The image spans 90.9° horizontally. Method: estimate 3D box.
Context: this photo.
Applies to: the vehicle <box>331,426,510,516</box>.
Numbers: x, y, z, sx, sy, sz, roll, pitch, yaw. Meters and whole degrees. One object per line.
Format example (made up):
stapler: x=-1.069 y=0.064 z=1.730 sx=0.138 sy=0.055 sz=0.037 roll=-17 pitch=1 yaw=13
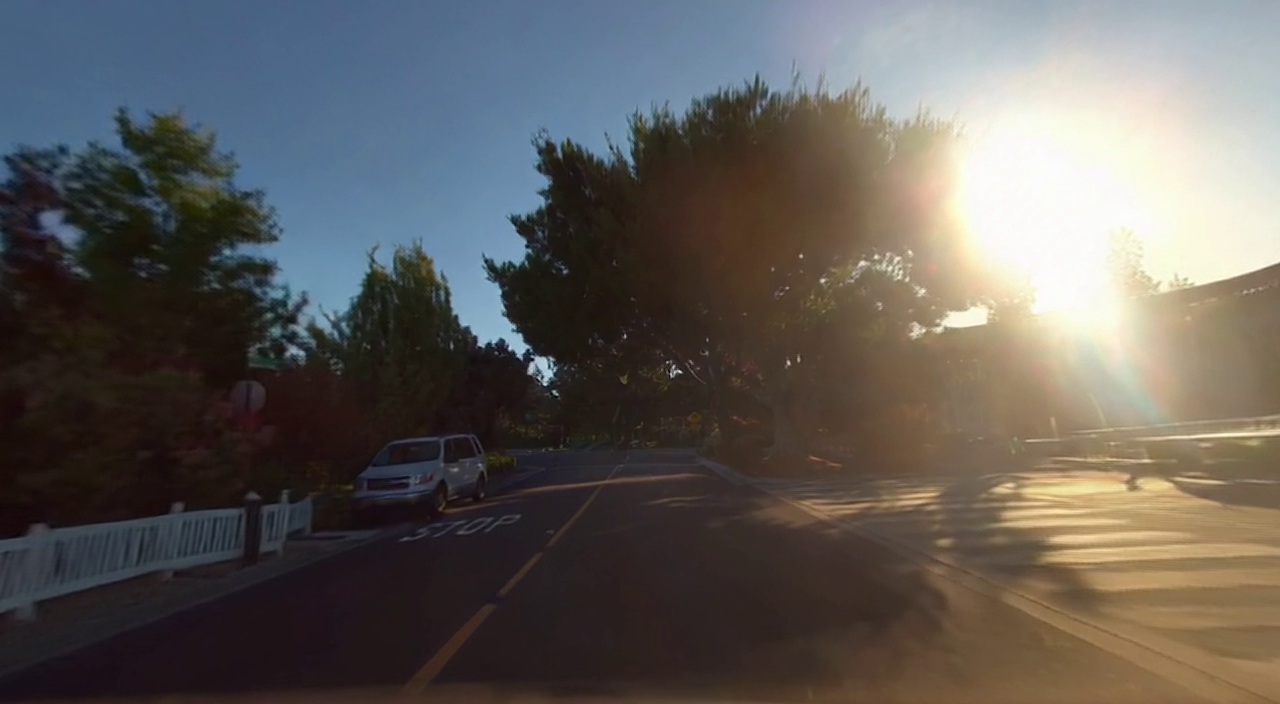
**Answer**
vehicle: x=-5.433 y=2.994 z=16.821 sx=2.308 sy=1.899 sz=6.107 roll=-2 pitch=-7 yaw=3
